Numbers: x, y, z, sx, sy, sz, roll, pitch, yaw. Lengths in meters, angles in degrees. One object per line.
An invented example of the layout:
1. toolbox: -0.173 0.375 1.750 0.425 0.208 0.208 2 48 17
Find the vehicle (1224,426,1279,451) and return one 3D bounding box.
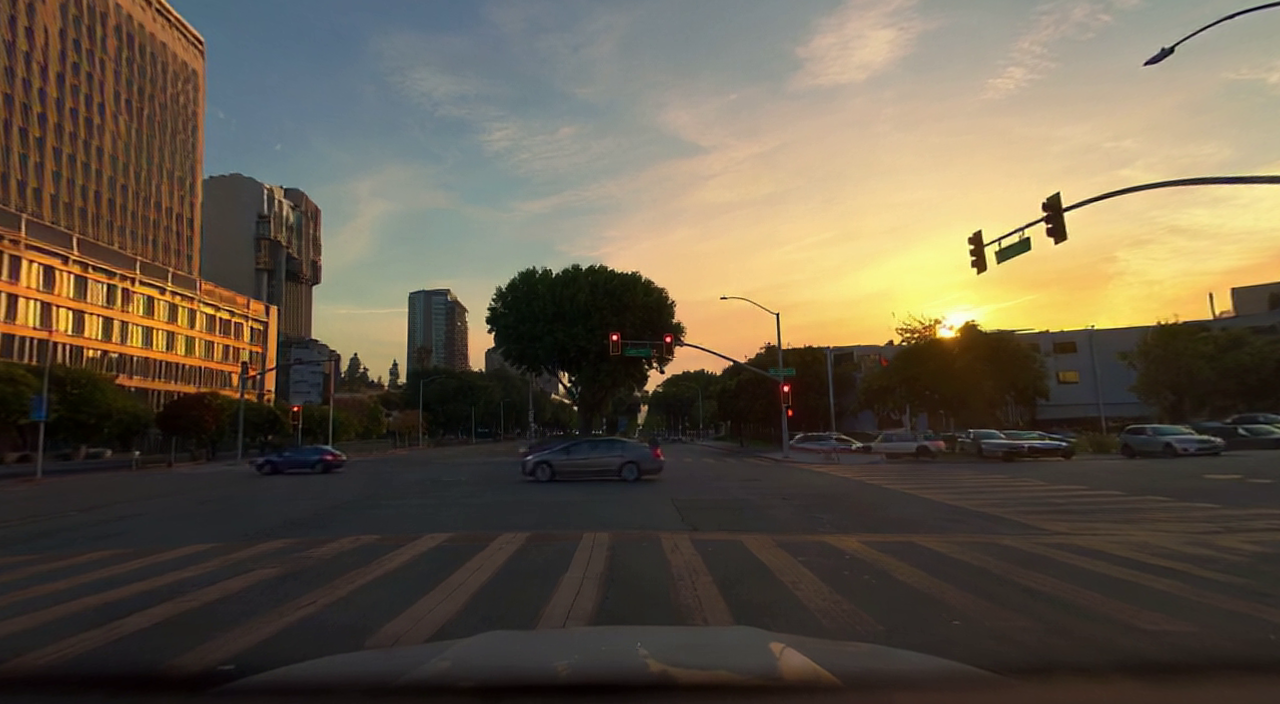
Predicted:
1. vehicle: 42.267 5.728 41.930 2.037 1.614 5.175 0 -8 0

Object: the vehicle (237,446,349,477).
1. vehicle: -15.749 4.971 28.806 4.046 1.306 1.719 -1 -8 1

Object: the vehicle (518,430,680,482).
1. vehicle: -1.367 3.286 20.188 4.916 1.504 1.846 1 -9 -12

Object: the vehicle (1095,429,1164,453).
1. vehicle: 33.244 6.098 43.092 2.090 1.494 4.321 -3 -9 15

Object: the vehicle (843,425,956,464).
1. vehicle: 11.871 4.307 29.249 4.571 1.698 1.977 -3 -9 18

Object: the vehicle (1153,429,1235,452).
1. vehicle: 36.580 5.872 41.839 1.726 1.429 4.163 -1 -8 2
